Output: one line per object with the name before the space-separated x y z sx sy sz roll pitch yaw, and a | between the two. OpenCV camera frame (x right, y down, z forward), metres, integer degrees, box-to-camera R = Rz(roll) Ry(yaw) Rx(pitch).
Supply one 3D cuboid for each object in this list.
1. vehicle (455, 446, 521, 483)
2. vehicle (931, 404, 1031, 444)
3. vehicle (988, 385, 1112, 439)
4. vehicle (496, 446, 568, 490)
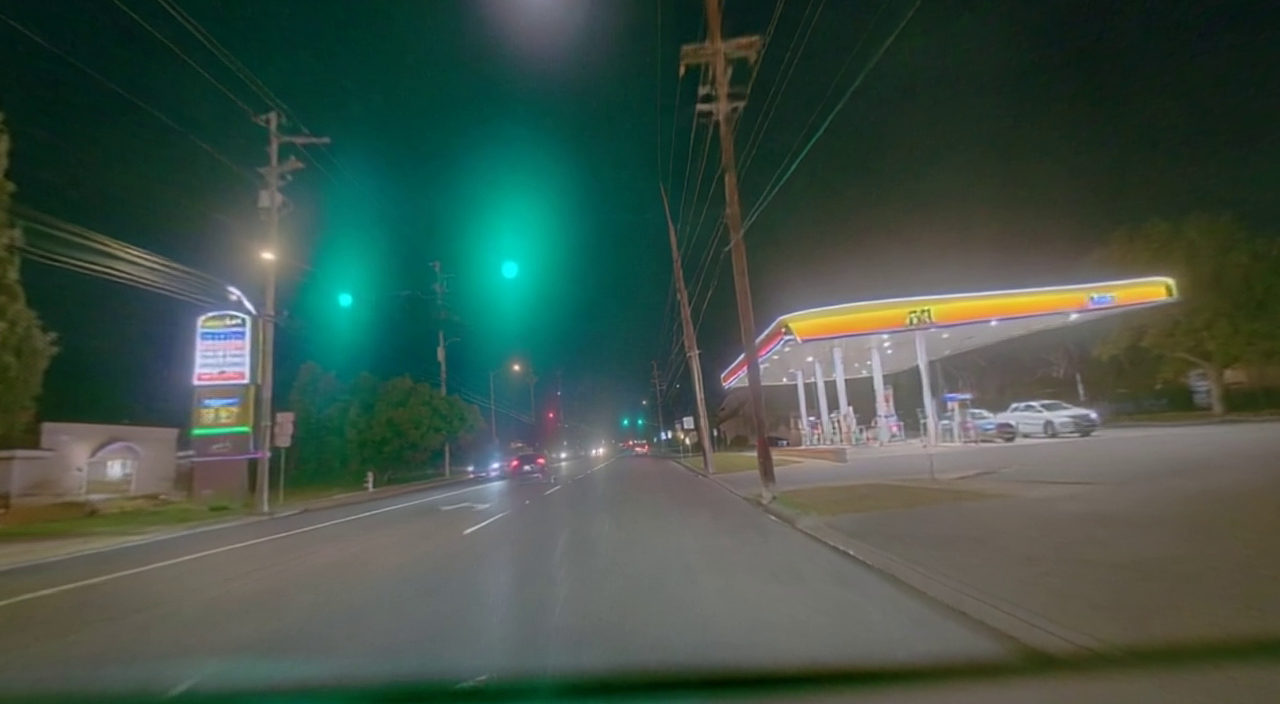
vehicle | -9.012 6.705 38.024 2.256 1.772 5.738 -7 -9 2
vehicle | 14.359 3.113 26.880 1.835 1.549 4.178 0 -8 -1
vehicle | 17.431 2.669 27.201 2.014 2.048 4.717 0 -8 -2
vehicle | -3.943 4.310 23.872 1.943 1.455 4.414 0 -8 0
